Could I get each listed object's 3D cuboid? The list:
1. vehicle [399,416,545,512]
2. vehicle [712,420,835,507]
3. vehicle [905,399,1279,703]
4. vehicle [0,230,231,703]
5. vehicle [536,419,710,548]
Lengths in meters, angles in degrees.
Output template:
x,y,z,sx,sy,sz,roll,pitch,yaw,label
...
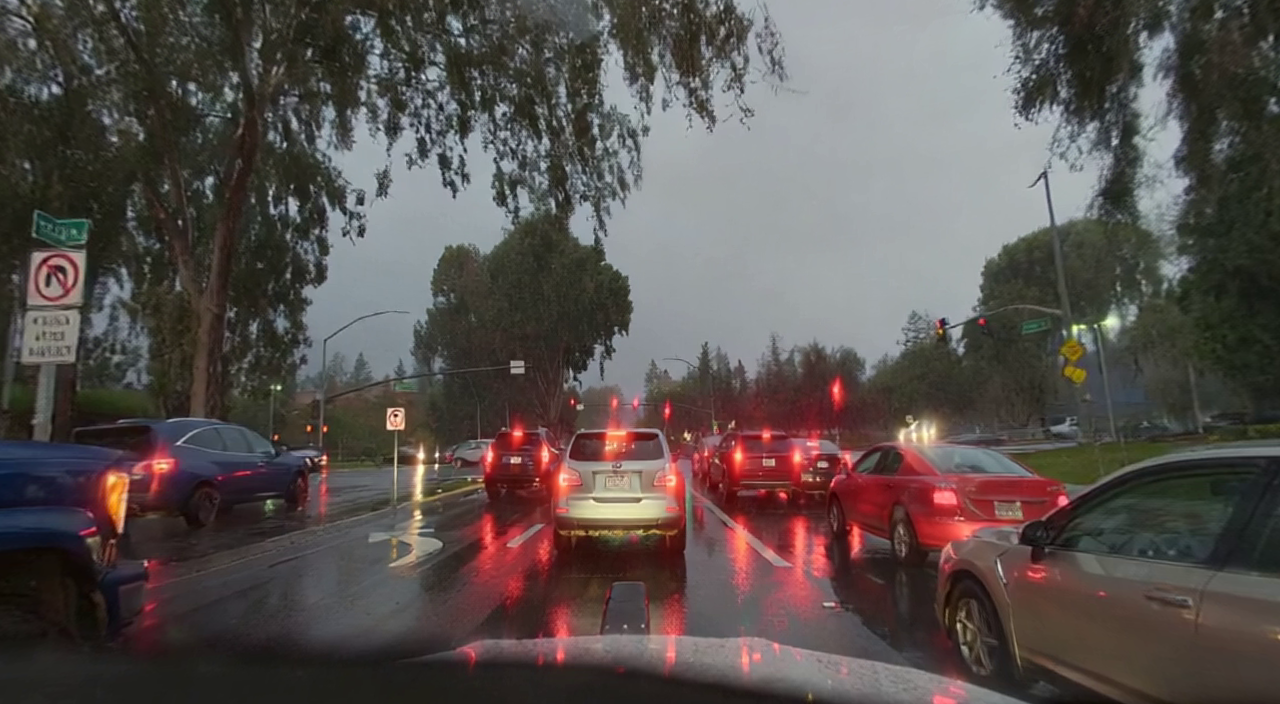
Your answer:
x,y,z,sx,sy,sz,roll,pitch,yaw,label
-3.629,2.523,14.655,2.089,1.857,4.488,0,-8,1,vehicle
3.132,2.732,15.897,2.102,1.841,4.587,0,-8,0,vehicle
3.017,0.963,2.505,1.874,1.477,4.698,0,-8,0,vehicle
-3.482,0.347,0.312,2.656,2.021,5.800,0,-8,0,vehicle
-0.223,1.939,9.872,2.194,1.607,3.690,0,-8,0,vehicle
